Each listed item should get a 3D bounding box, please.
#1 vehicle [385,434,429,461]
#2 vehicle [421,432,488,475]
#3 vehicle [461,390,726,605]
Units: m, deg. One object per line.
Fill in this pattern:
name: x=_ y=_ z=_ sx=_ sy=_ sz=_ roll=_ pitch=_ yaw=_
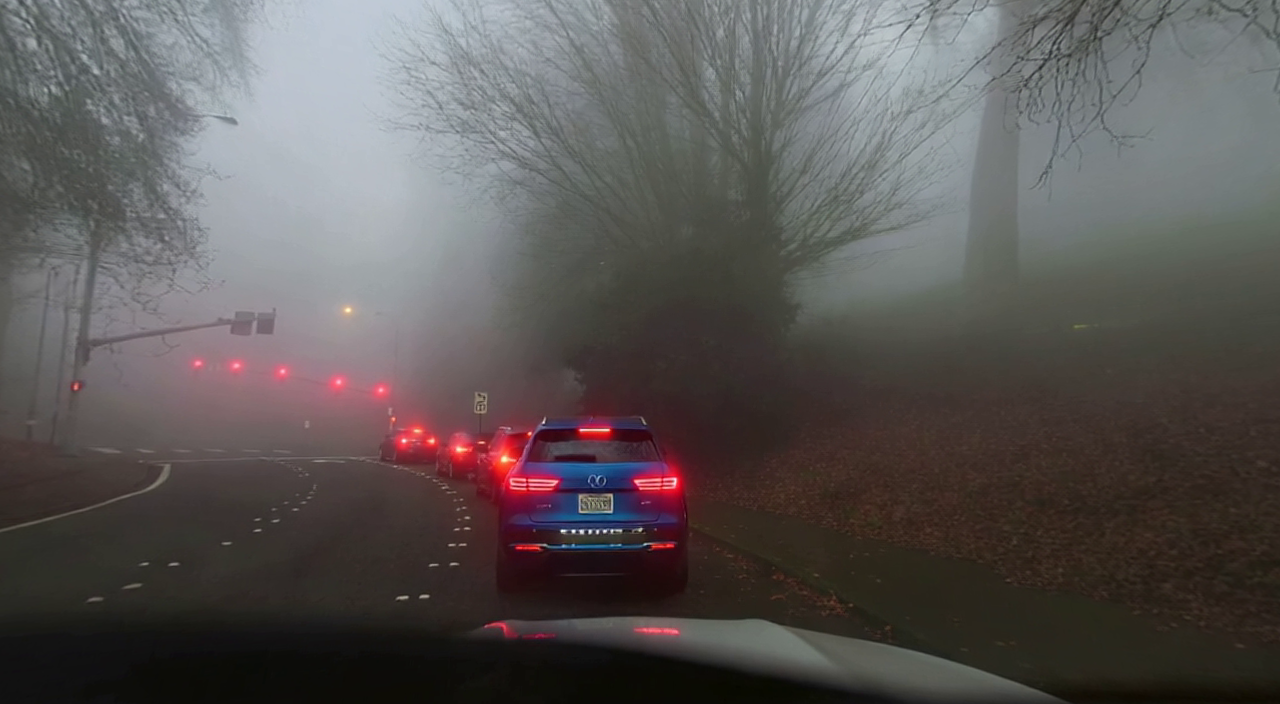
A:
vehicle: x=-13.737 y=5.595 z=36.908 sx=1.863 sy=1.488 sz=4.426 roll=4 pitch=-9 yaw=-26
vehicle: x=-7.294 y=3.922 z=24.491 sx=1.902 sy=1.536 sz=3.662 roll=4 pitch=-9 yaw=-25
vehicle: x=-0.682 y=1.455 z=7.194 sx=2.134 sy=1.671 sz=4.147 roll=1 pitch=-8 yaw=-10
